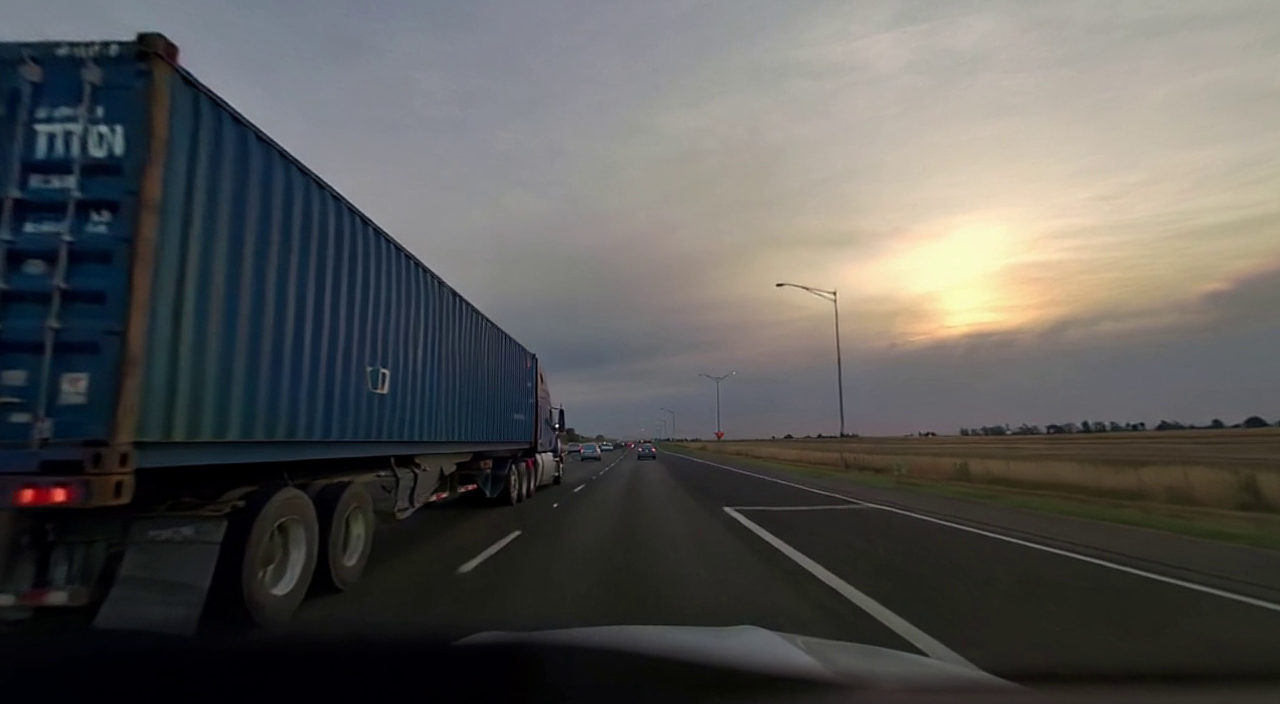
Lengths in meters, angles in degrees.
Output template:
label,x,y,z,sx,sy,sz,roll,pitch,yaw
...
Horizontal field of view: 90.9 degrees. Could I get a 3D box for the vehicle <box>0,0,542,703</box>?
label,x,y,z,sx,sy,sz,roll,pitch,yaw
vehicle,-3.951,0.566,8.811,2.840,4.032,13.388,0,-8,1

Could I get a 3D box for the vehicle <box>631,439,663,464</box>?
label,x,y,z,sx,sy,sz,roll,pitch,yaw
vehicle,0.479,7.154,45.485,2.136,1.718,4.157,0,-8,0
